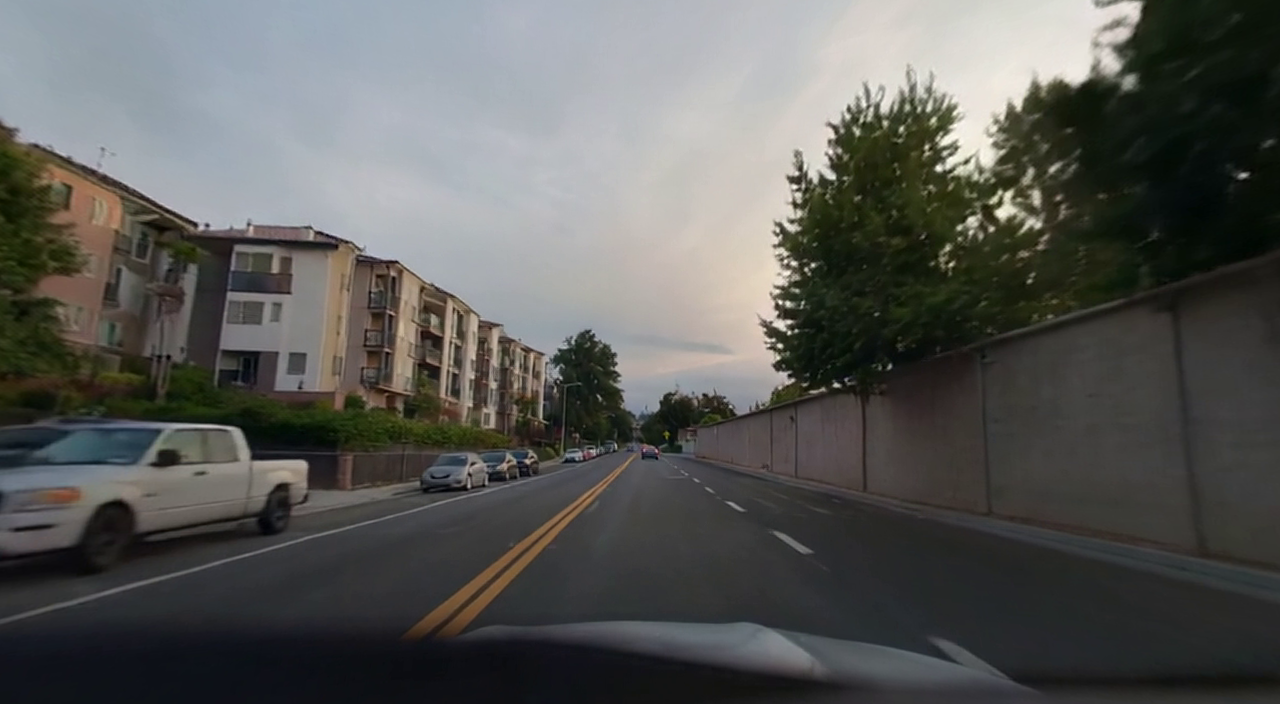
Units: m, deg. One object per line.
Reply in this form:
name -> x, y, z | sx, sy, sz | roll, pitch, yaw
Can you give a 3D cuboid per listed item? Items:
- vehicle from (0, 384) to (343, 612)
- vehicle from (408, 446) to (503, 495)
vehicle -> -6.485, 1.646, 8.402 | 2.331, 1.962, 5.633 | 2, -8, -1
vehicle -> -6.438, 4.142, 22.625 | 1.914, 1.417, 4.750 | 2, -8, 1
